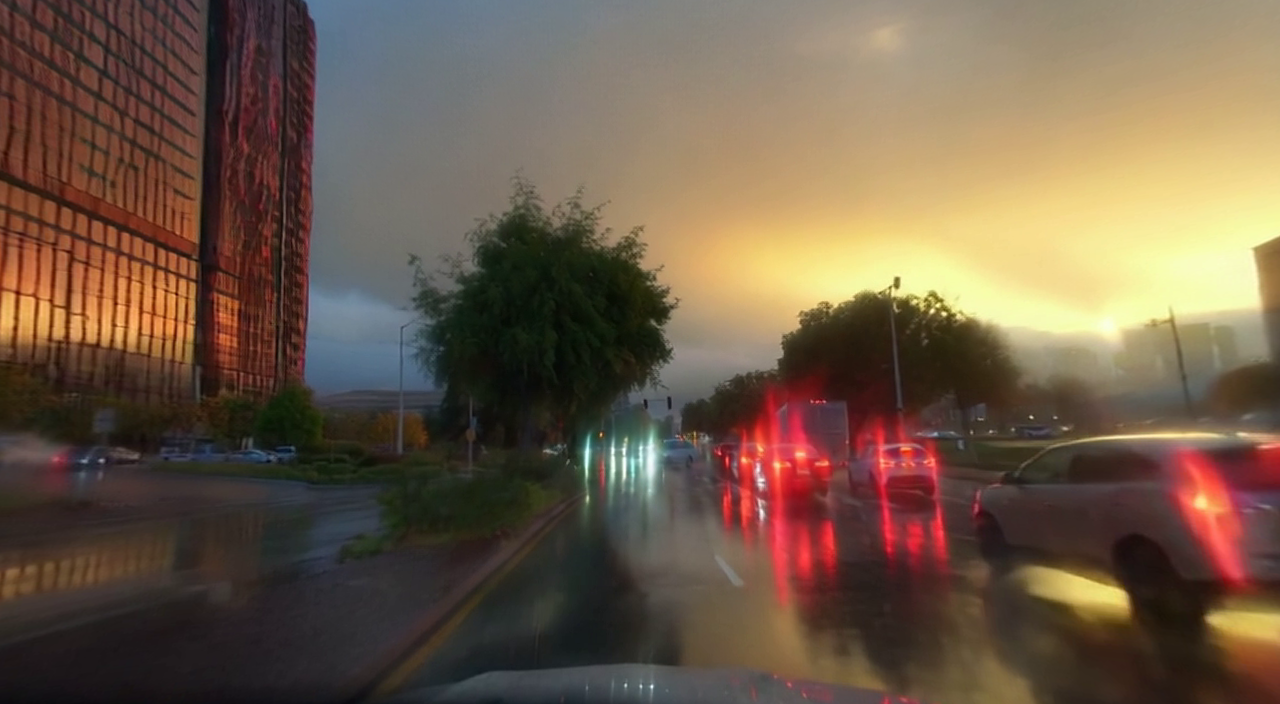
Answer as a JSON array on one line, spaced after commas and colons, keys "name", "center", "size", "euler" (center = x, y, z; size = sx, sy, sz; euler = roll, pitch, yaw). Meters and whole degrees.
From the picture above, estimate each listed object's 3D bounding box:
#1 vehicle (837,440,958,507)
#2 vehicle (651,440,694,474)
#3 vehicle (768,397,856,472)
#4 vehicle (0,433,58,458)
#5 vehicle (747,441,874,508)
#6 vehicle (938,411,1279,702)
[{"name": "vehicle", "center": [6.957, 3.285, 17.509], "size": [1.983, 1.628, 3.885], "euler": [-1, -9, 5]}, {"name": "vehicle", "center": [1.848, 5.687, 34.283], "size": [2.121, 1.728, 4.161], "euler": [-1, -9, 6]}, {"name": "vehicle", "center": [9.678, 5.003, 37.260], "size": [3.128, 3.616, 13.736], "euler": [-1, -9, 8]}, {"name": "vehicle", "center": [-44.862, 6.675, 44.845], "size": [4.600, 1.700, 1.957], "euler": [1, -9, -4]}, {"name": "vehicle", "center": [4.354, 3.197, 16.863], "size": [2.183, 1.553, 3.923], "euler": [0, -9, -2]}, {"name": "vehicle", "center": [4.784, 1.495, 5.908], "size": [2.089, 1.609, 4.922], "euler": [-1, -9, 7]}]
